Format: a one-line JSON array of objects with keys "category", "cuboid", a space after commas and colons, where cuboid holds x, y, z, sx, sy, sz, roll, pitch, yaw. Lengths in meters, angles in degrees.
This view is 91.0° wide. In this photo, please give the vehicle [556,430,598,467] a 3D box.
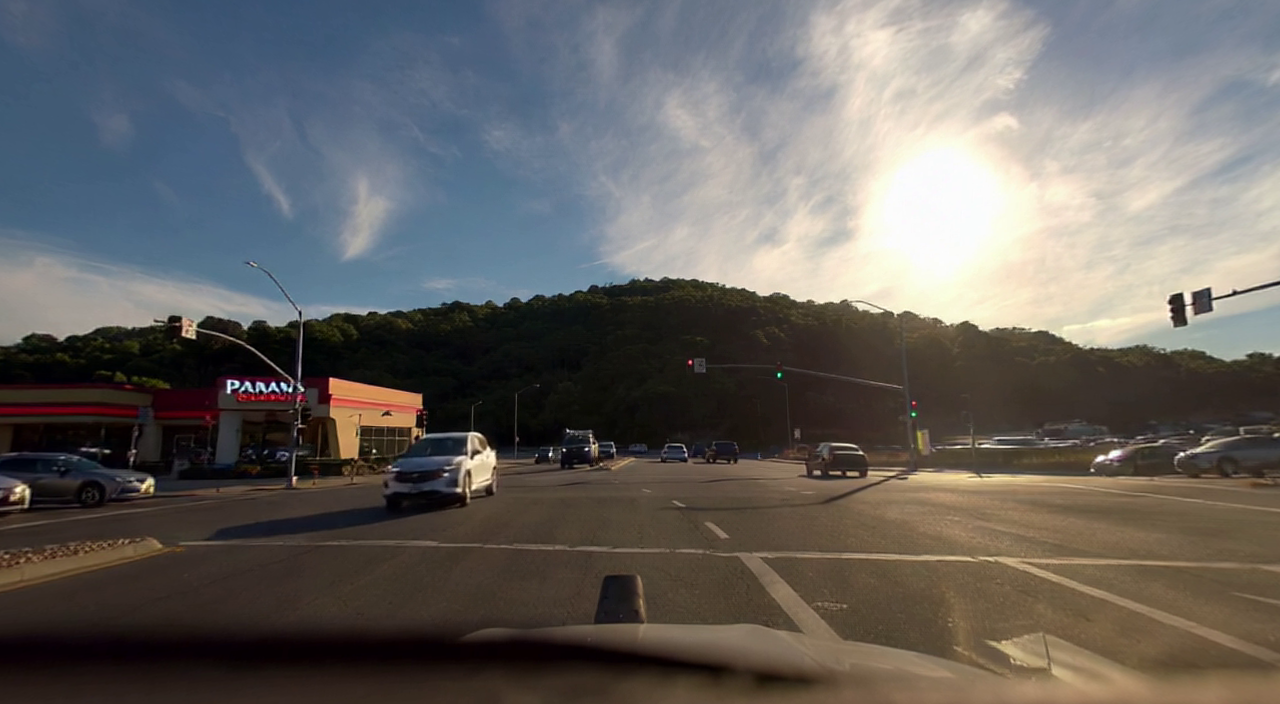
[{"category": "vehicle", "cuboid": [-4.159, 6.472, 42.308, 2.196, 2.264, 5.206, 0, -8, 1]}]

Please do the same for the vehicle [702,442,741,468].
[{"category": "vehicle", "cuboid": [5.417, 6.862, 42.110, 1.855, 1.622, 4.167, 0, -8, -3]}]

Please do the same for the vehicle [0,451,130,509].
[{"category": "vehicle", "cuboid": [-19.772, 4.127, 20.534, 4.440, 1.748, 2.033, 0, -8, 1]}]

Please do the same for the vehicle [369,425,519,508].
[{"category": "vehicle", "cuboid": [-4.627, 2.798, 15.795, 2.199, 1.745, 4.669, 0, -8, 1]}]

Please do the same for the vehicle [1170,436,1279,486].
[{"category": "vehicle", "cuboid": [25.086, 4.464, 26.037, 4.546, 1.944, 2.051, 1, -9, -5]}]

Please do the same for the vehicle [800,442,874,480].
[{"category": "vehicle", "cuboid": [9.092, 5.046, 29.443, 1.911, 1.594, 4.378, 0, -9, -2]}]
